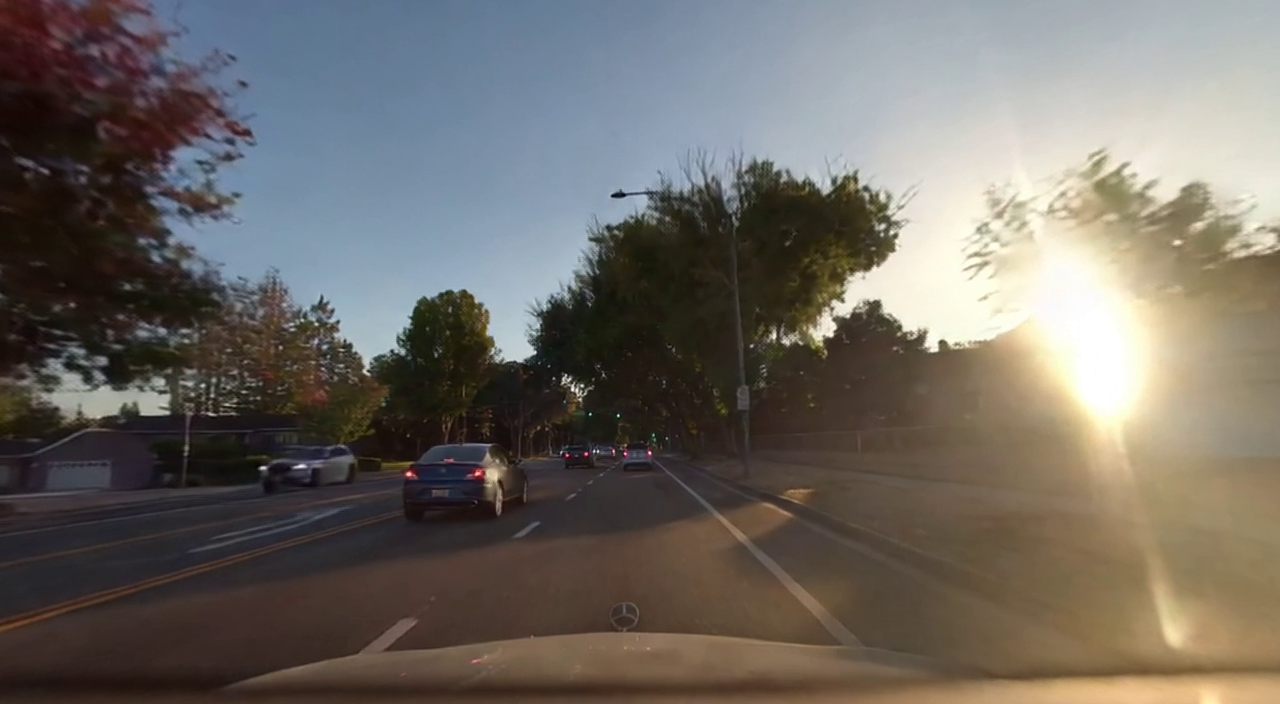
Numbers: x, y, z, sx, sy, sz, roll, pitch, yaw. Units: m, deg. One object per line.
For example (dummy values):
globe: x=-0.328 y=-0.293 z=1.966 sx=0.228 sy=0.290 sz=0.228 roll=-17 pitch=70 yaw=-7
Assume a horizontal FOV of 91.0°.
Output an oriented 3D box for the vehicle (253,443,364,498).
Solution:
vehicle: x=-12.950 y=4.607 z=24.964 sx=2.028 sy=1.820 sz=4.525 roll=-4 pitch=-9 yaw=-1

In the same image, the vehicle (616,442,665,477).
vehicle: x=0.009 y=4.805 z=28.382 sx=2.065 sy=1.456 sz=4.099 roll=0 pitch=-9 yaw=0

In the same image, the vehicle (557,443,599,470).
vehicle: x=-3.623 y=6.223 z=37.491 sx=2.114 sy=1.500 sz=3.912 roll=0 pitch=-9 yaw=0

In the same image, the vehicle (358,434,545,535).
vehicle: x=-3.117 y=2.290 z=11.531 sx=2.030 sy=1.467 sz=4.403 roll=0 pitch=-9 yaw=0
